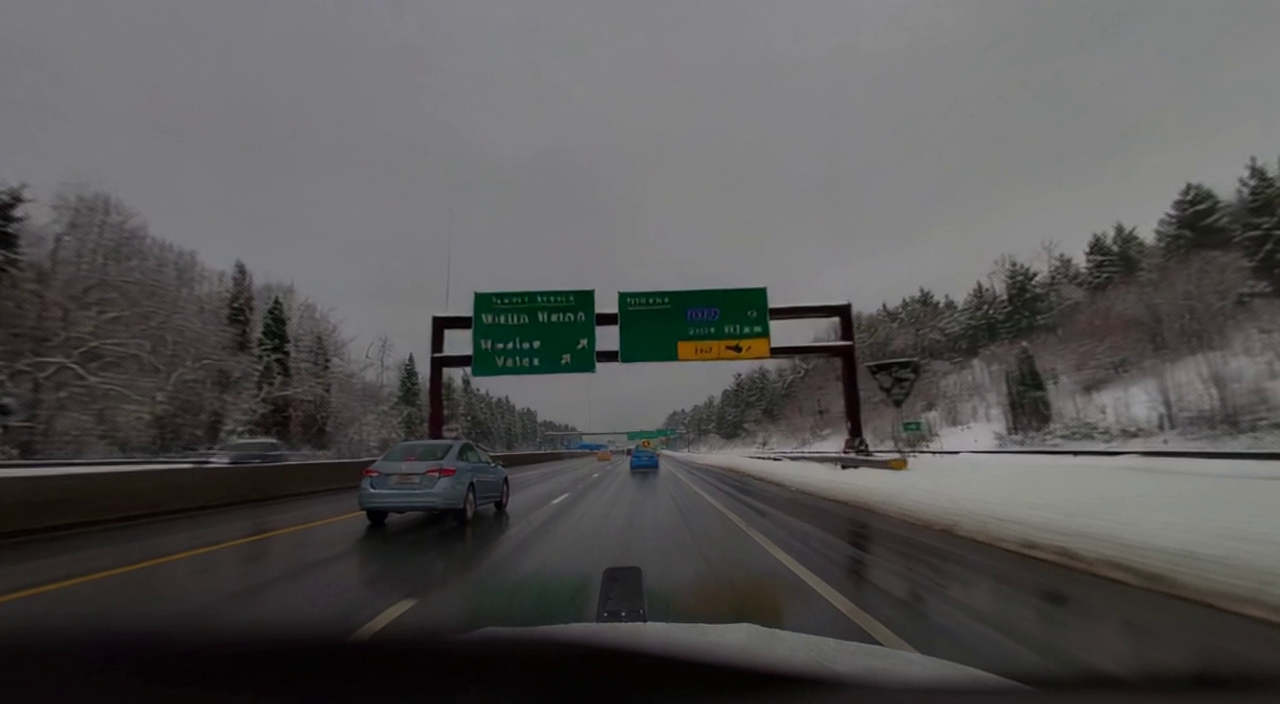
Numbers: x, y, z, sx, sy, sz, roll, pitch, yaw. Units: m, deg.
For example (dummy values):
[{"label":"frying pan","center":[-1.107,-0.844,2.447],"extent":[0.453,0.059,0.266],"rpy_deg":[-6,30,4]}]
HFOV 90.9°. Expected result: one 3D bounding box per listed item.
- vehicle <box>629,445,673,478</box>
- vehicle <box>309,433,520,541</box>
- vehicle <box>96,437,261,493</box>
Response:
[{"label":"vehicle","center":[0.494,5.239,30.343],"extent":[2.002,1.449,3.612],"rpy_deg":[0,-9,0]},{"label":"vehicle","center":[-3.540,2.211,10.900],"extent":[2.062,1.474,4.151],"rpy_deg":[0,-9,1]},{"label":"vehicle","center":[-16.800,4.142,23.414],"extent":[2.086,1.852,5.229],"rpy_deg":[0,-9,1]}]
